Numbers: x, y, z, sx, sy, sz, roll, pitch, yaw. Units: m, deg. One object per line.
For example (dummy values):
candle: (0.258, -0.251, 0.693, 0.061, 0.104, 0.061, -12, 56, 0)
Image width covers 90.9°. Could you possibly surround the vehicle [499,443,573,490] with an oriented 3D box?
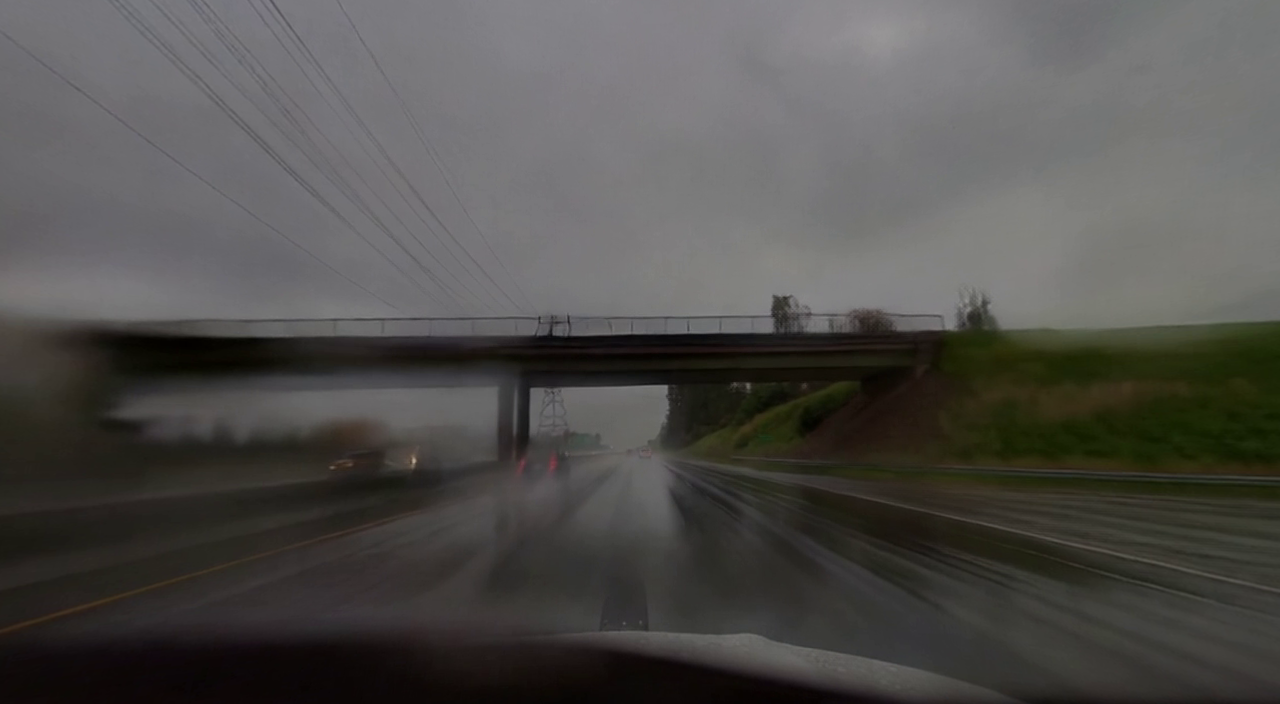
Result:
vehicle: (-3.658, 4.105, 22.869, 1.924, 1.550, 4.165, 0, -9, 1)
